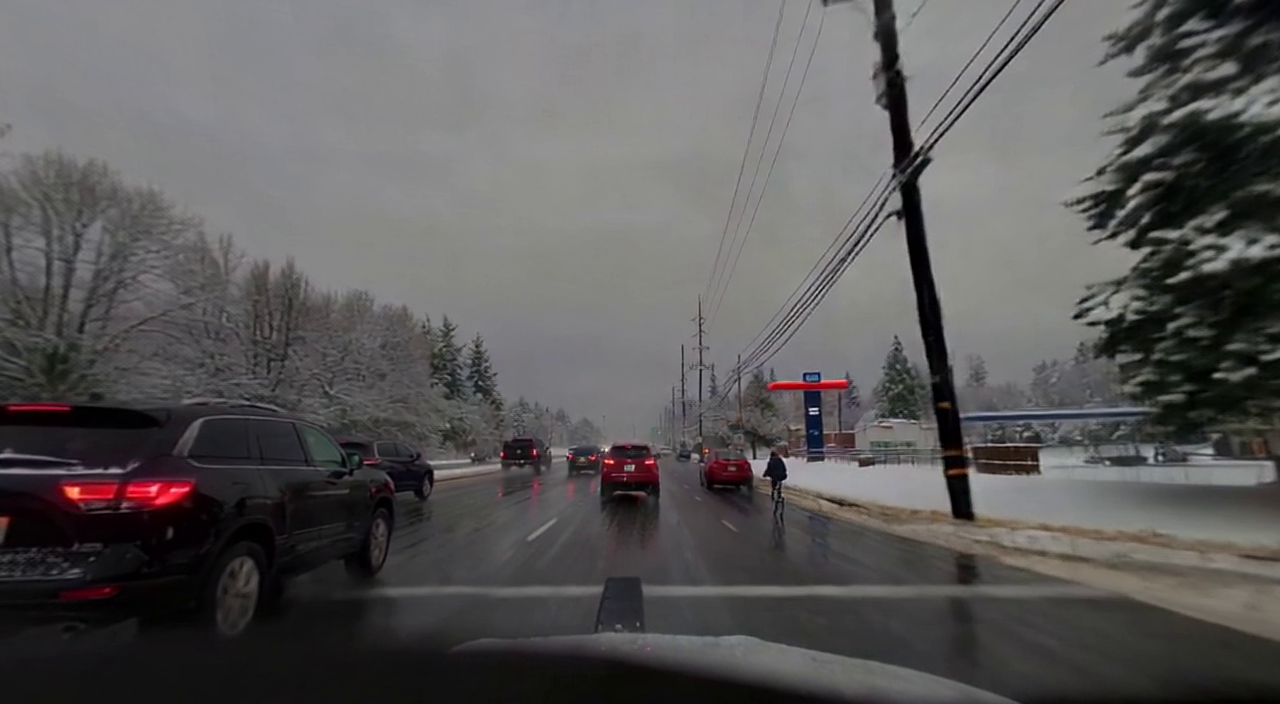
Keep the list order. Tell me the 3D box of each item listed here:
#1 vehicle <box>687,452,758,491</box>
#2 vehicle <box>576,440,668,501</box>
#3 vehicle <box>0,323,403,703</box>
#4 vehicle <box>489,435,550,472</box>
[{"bbox_3d":[3.043,4.556,24.391,2.065,1.302,4.416,0,-8,-1],"label":"vehicle"},{"bbox_3d":[-0.428,3.130,17.163,2.189,1.437,4.135,0,-8,0],"label":"vehicle"},{"bbox_3d":[-3.438,0.980,4.209,1.922,1.642,4.547,0,-8,0],"label":"vehicle"},{"bbox_3d":[-6.710,5.731,35.826,2.385,1.918,5.056,0,-8,0],"label":"vehicle"}]
